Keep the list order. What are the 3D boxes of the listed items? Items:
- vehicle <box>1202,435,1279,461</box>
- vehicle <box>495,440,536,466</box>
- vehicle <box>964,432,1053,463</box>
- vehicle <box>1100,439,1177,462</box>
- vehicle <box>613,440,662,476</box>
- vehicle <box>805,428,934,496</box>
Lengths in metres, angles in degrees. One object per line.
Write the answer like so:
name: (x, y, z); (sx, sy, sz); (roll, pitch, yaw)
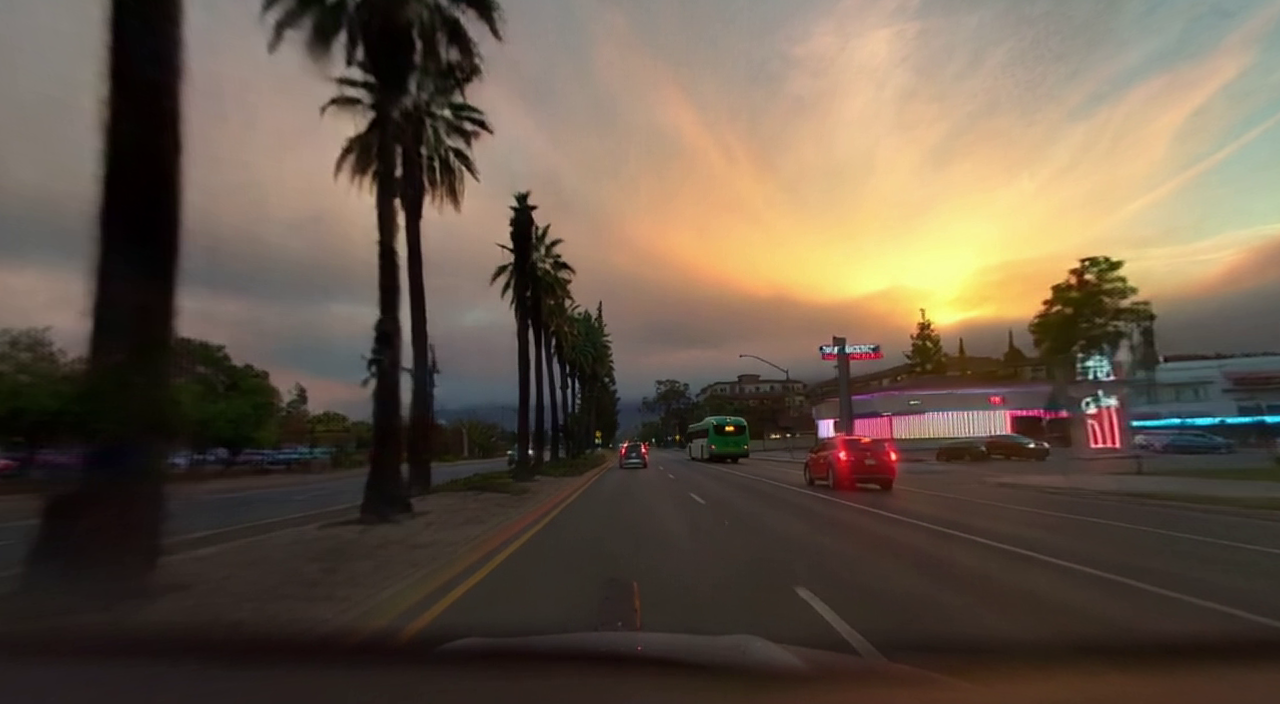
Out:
vehicle: (36.049, 5.680, 37.327); (1.831, 1.432, 4.544); (-1, -9, 6)
vehicle: (-8.928, 7.287, 45.699); (2.106, 1.817, 4.847); (0, -9, -1)
vehicle: (23.836, 6.185, 40.960); (4.595, 1.845, 1.919); (0, -8, -6)
vehicle: (36.065, 7.167, 45.872); (1.818, 1.451, 4.263); (-2, -10, -5)
vehicle: (-0.090, 4.781, 28.769); (2.065, 1.477, 4.306); (0, -9, 0)
vehicle: (6.311, 3.075, 17.965); (2.031, 1.670, 4.154); (0, -9, -1)
